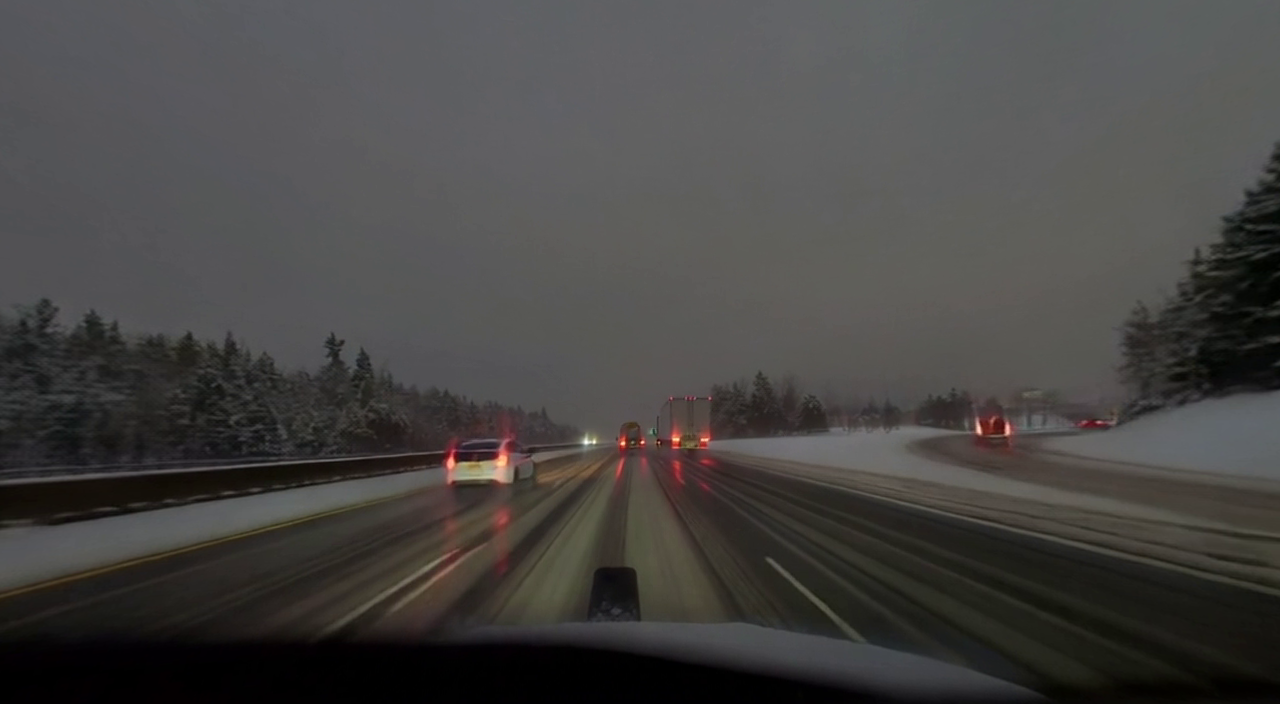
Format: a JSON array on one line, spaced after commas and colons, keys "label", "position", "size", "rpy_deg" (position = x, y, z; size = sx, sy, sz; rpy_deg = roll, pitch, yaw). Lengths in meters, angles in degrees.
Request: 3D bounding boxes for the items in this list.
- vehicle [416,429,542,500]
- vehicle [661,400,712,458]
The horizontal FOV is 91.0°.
[{"label": "vehicle", "position": [-3.909, 2.807, 16.150], "size": [2.111, 1.536, 4.270], "rpy_deg": [0, -8, 0]}, {"label": "vehicle", "position": [3.425, 6.110, 49.230], "size": [2.997, 3.983, 10.860], "rpy_deg": [0, -8, -1]}]
